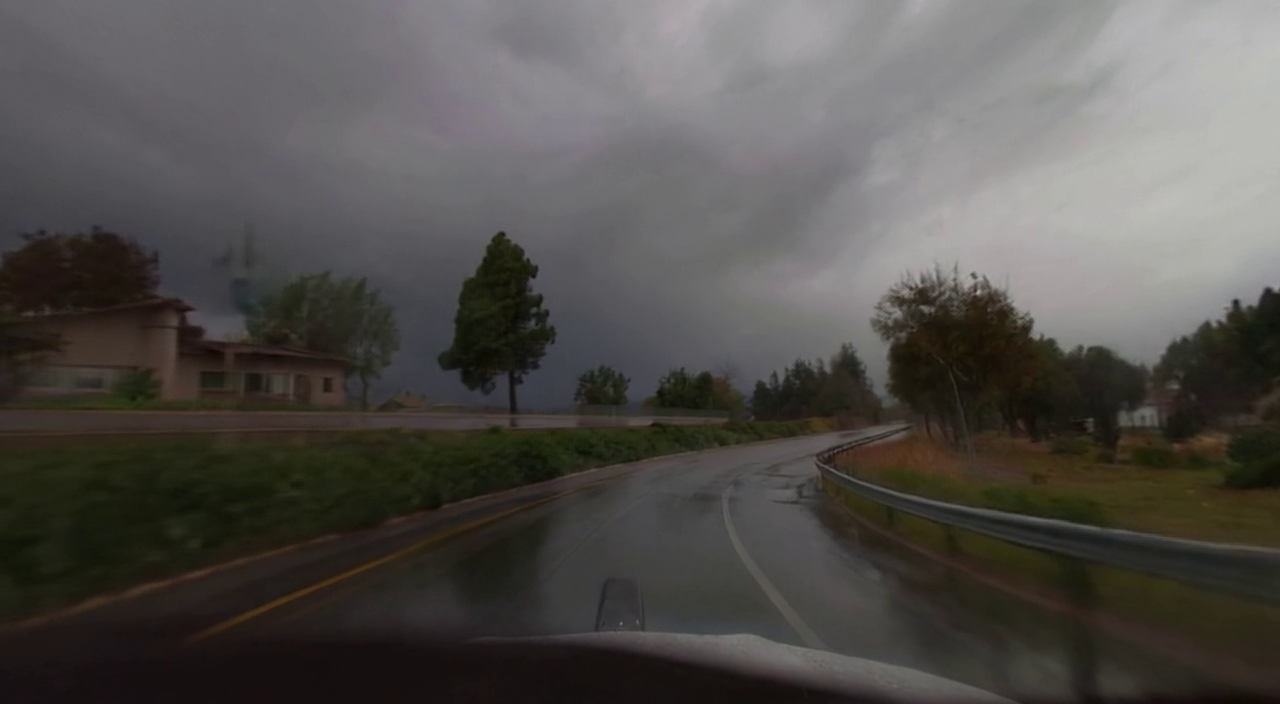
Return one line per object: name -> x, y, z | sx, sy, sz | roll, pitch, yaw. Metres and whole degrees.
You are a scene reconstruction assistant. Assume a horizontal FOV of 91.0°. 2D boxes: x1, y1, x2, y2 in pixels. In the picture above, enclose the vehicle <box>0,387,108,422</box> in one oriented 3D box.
vehicle -> -38.993, 3.497, 41.299 | 2.424, 2.051, 5.709 | -7, -9, 33
